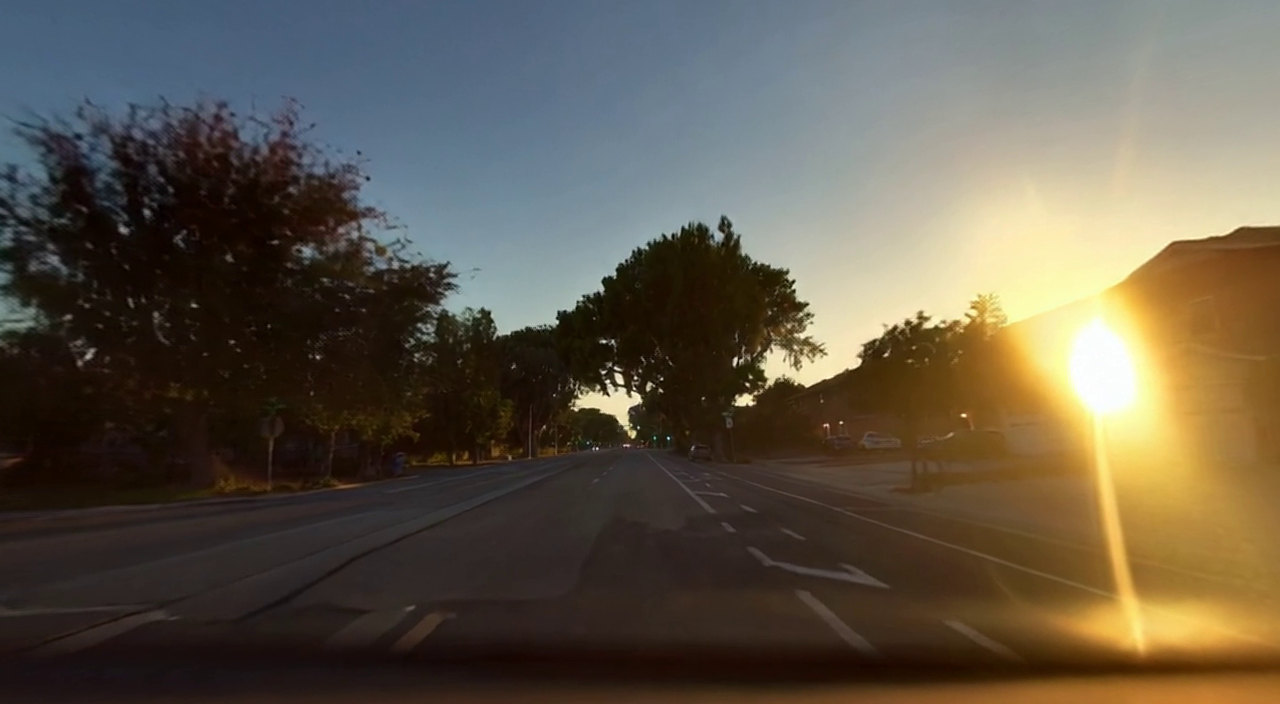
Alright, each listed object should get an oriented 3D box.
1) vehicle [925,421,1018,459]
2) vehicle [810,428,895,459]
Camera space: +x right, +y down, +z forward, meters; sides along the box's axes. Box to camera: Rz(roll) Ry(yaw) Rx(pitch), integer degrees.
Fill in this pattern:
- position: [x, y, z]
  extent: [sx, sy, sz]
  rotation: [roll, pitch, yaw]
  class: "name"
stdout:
- position: [15.048, 4.083, 29.012]
  extent: [1.908, 1.610, 4.582]
  rotation: [0, -9, 2]
  class: "vehicle"
- position: [15.079, 6.552, 45.033]
  extent: [5.136, 1.795, 2.244]
  rotation: [-4, -9, -3]
  class: "vehicle"
